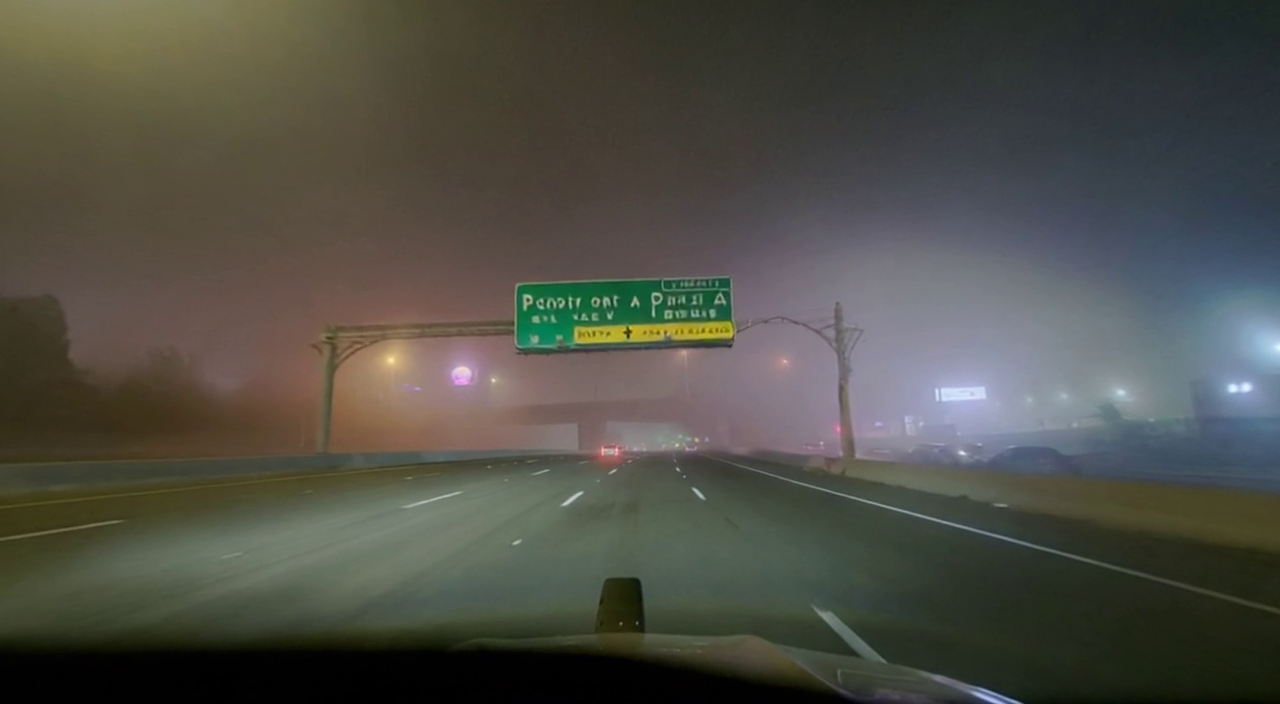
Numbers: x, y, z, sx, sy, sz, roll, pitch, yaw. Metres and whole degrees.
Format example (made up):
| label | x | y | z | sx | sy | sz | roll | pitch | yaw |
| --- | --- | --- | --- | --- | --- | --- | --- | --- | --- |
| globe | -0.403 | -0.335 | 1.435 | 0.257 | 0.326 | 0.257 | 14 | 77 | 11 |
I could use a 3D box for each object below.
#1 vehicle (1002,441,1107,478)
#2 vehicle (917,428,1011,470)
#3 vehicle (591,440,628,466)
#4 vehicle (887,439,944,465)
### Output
| label | x | y | z | sx | sy | sz | roll | pitch | yaw |
| --- | --- | --- | --- | --- | --- | --- | --- | --- | --- |
| vehicle | 18.088 | 4.695 | 27.845 | 1.796 | 1.470 | 4.352 | 0 | -8 | 2 |
| vehicle | 18.377 | 5.552 | 36.267 | 2.367 | 2.187 | 5.862 | 0 | -8 | 1 |
| vehicle | -1.863 | 6.409 | 40.288 | 1.982 | 1.516 | 4.327 | 0 | -8 | 2 |
| vehicle | 18.803 | 6.831 | 43.351 | 1.889 | 1.648 | 5.173 | -1 | -8 | 4 |
